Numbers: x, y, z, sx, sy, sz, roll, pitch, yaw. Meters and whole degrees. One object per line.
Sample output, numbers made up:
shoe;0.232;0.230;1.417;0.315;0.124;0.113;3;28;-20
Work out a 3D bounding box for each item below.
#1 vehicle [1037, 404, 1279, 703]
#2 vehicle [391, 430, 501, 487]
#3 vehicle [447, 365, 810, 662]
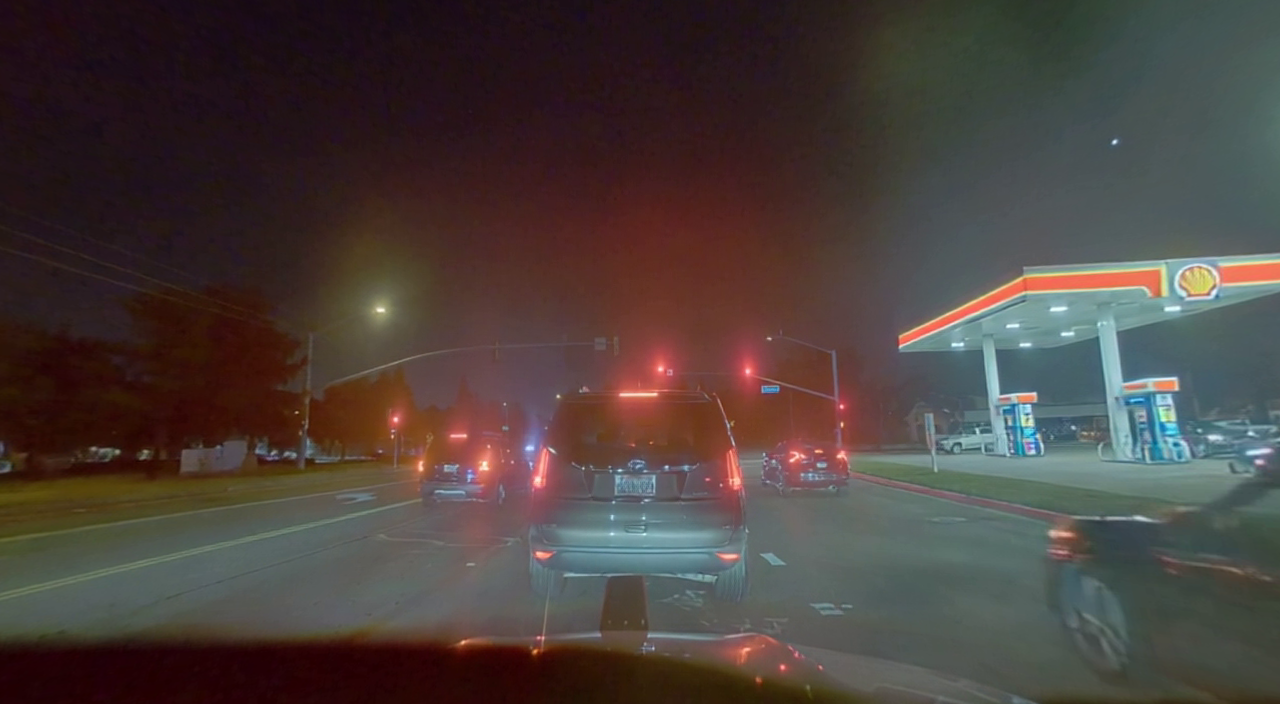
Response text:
vehicle;3.598;0.860;1.871;2.041;1.490;4.471;0;-9;2
vehicle;-6.639;3.711;22.182;2.065;1.753;4.525;-1;-9;6
vehicle;0.012;1.315;6.132;2.236;1.819;4.291;-1;-9;3
